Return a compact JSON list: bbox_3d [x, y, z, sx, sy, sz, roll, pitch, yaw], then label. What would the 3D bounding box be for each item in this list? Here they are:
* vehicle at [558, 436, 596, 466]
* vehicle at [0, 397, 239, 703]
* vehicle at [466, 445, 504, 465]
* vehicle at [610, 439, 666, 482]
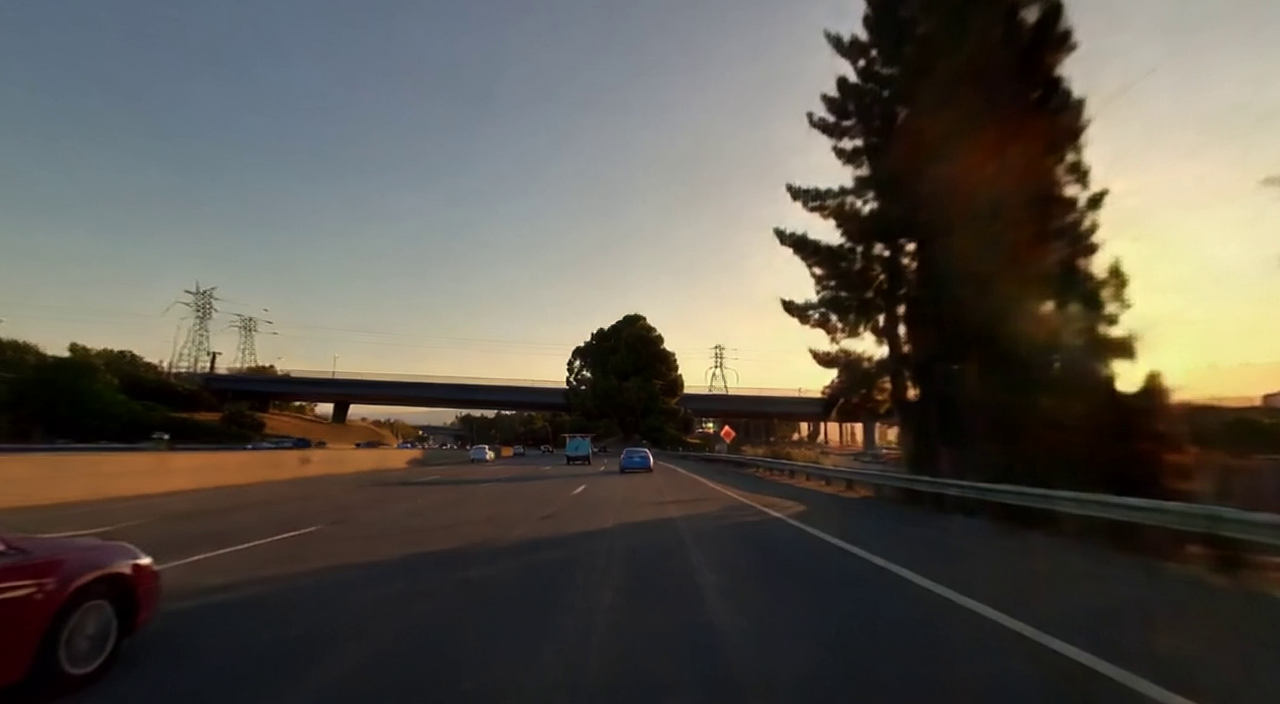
[{"bbox_3d":[-3.965,6.313,40.175,2.174,1.806,3.932,1,-9,-3],"label":"vehicle"},{"bbox_3d":[-3.746,0.832,1.862,2.035,1.514,4.600,0,-9,0],"label":"vehicle"},{"bbox_3d":[-11.780,7.861,47.964,1.844,1.446,4.395,0,-9,-2],"label":"vehicle"},{"bbox_3d":[-0.121,4.071,23.817,1.954,1.460,3.983,0,-9,-1],"label":"vehicle"}]
